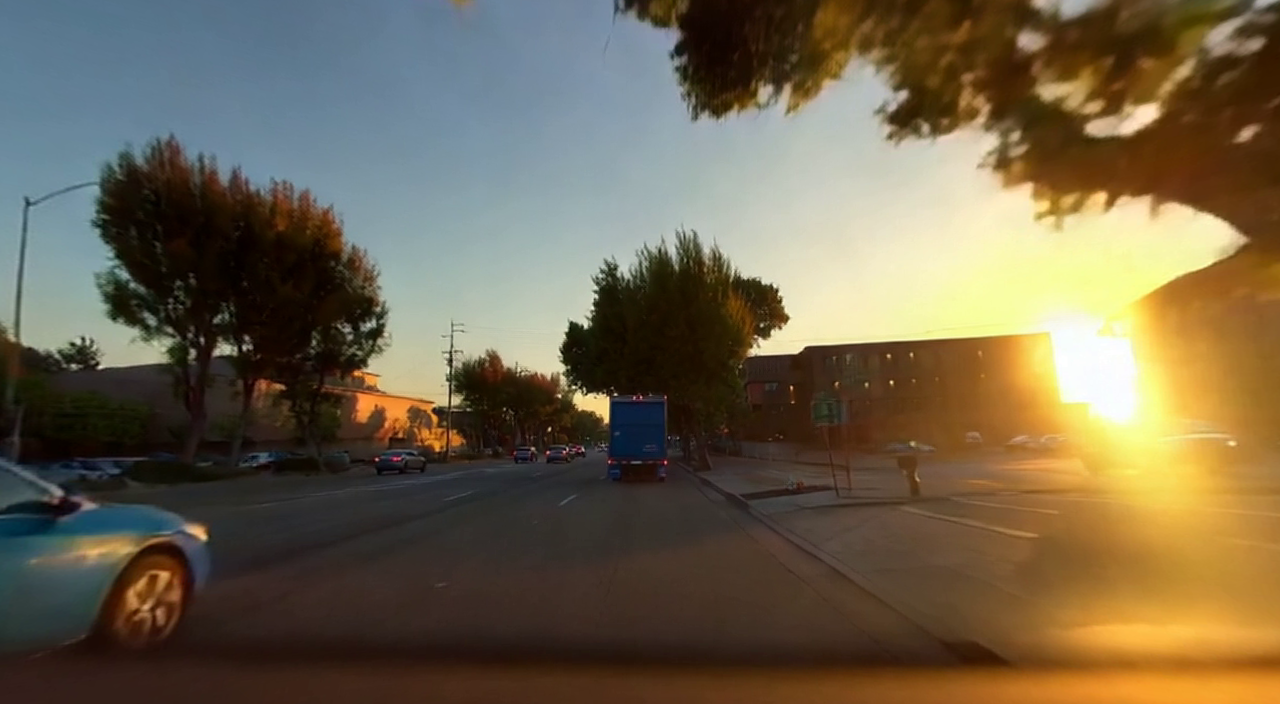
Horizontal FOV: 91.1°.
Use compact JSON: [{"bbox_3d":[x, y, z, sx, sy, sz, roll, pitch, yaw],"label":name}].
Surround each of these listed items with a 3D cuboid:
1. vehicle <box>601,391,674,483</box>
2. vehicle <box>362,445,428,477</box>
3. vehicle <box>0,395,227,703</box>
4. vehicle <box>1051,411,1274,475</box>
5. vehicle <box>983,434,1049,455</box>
[{"bbox_3d":[-0.014,4.036,29.428,2.905,3.644,8.807,0,-9,1],"label":"vehicle"},{"bbox_3d":[-13.896,6.179,35.867,1.958,1.672,4.283,0,-9,1],"label":"vehicle"},{"bbox_3d":[-4.092,0.914,2.359,2.078,1.597,4.355,0,-9,0],"label":"vehicle"},{"bbox_3d":[13.881,2.438,16.905,4.321,1.579,1.823,0,-7,1],"label":"vehicle"},{"bbox_3d":[25.871,6.376,43.210,3.503,1.419,1.646,1,-9,-4],"label":"vehicle"}]
